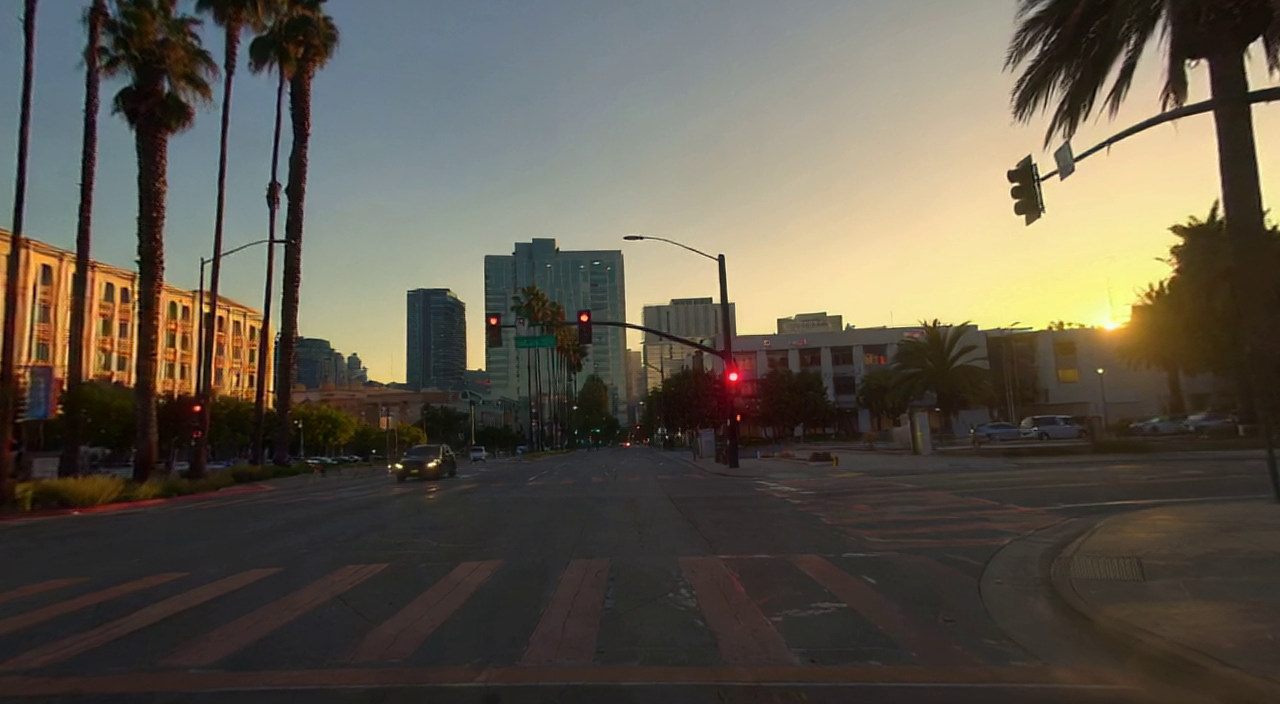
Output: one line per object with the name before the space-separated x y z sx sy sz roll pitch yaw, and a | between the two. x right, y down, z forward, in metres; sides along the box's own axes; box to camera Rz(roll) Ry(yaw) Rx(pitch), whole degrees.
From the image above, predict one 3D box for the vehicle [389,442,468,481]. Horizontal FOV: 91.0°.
vehicle | -10.739 5.588 32.367 2.270 1.833 4.860 0 -9 1
